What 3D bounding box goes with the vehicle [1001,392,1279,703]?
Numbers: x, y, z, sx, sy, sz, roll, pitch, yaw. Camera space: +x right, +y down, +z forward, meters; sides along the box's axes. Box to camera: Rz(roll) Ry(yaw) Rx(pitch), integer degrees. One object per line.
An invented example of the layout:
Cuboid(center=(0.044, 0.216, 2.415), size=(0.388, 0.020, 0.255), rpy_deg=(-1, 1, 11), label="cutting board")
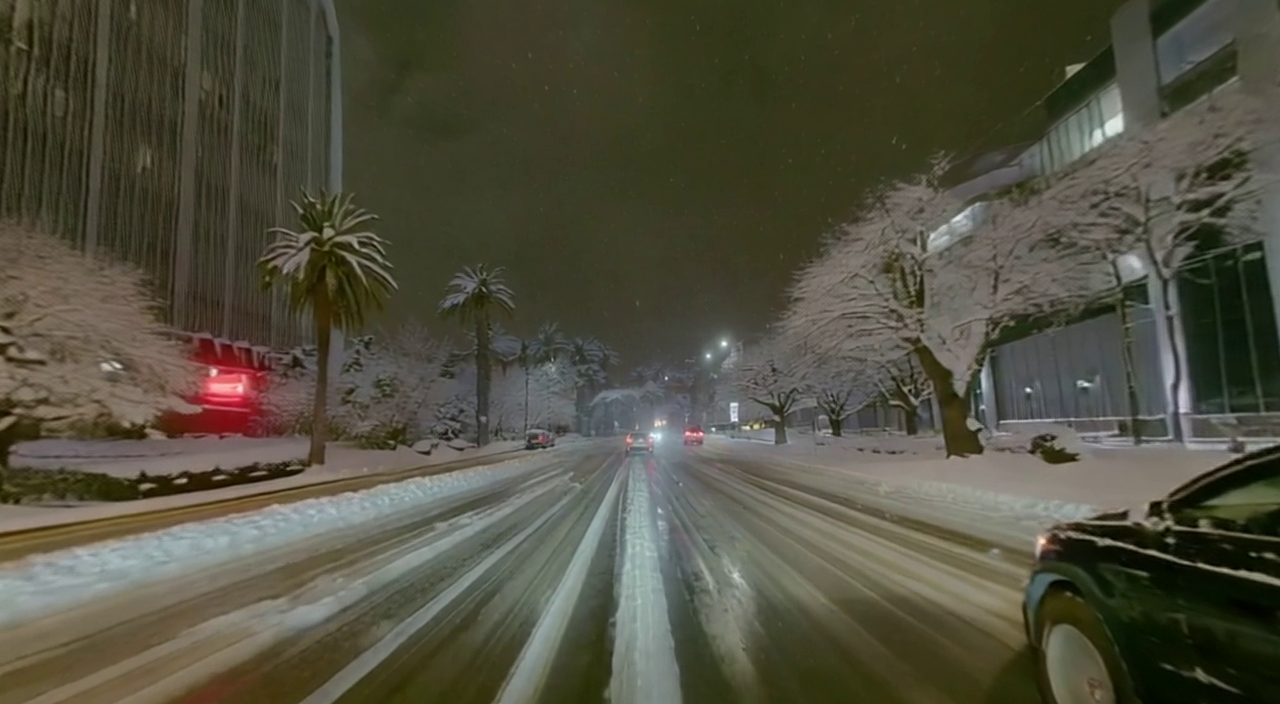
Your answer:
Cuboid(center=(3.218, 0.780, 1.519), size=(1.990, 1.476, 4.491), rpy_deg=(0, -9, -1), label="vehicle")
